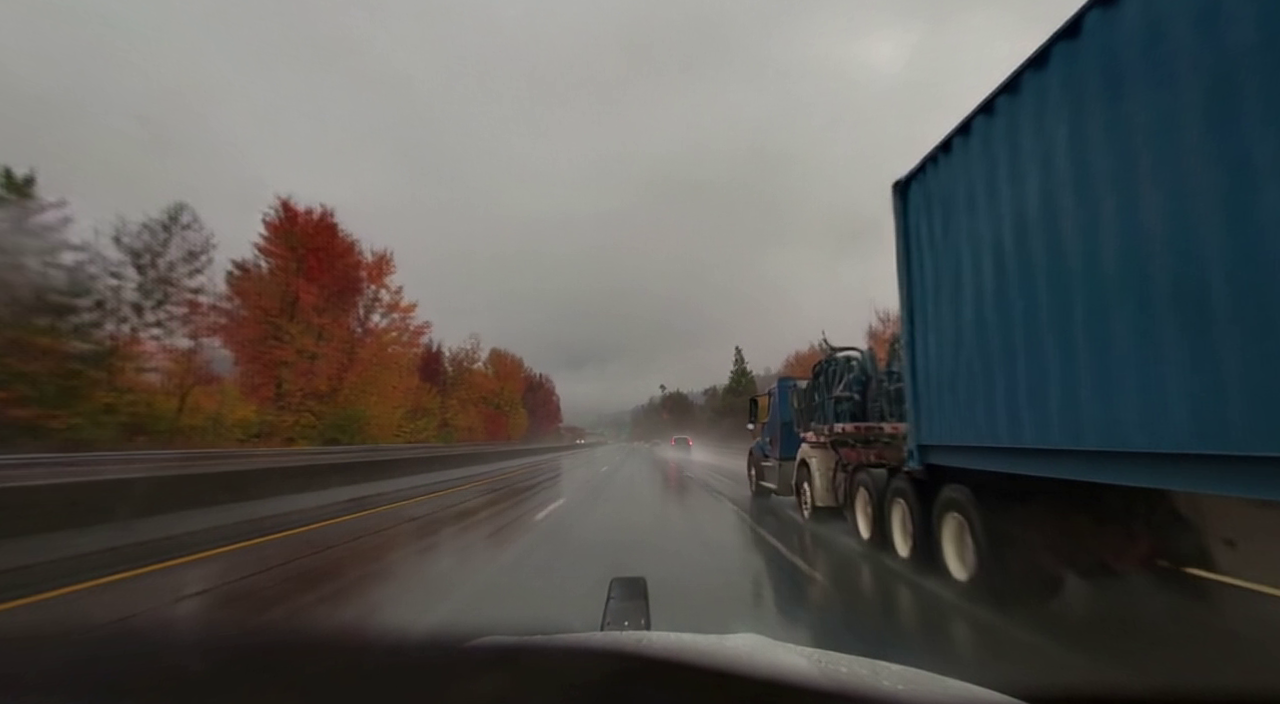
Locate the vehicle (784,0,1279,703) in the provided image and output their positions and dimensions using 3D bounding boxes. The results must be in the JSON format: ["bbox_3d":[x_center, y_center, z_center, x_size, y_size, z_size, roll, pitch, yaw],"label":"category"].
[{"bbox_3d":[3.979,-0.121,4.577,2.903,4.003,13.046,0,-8,1],"label":"vehicle"}]
